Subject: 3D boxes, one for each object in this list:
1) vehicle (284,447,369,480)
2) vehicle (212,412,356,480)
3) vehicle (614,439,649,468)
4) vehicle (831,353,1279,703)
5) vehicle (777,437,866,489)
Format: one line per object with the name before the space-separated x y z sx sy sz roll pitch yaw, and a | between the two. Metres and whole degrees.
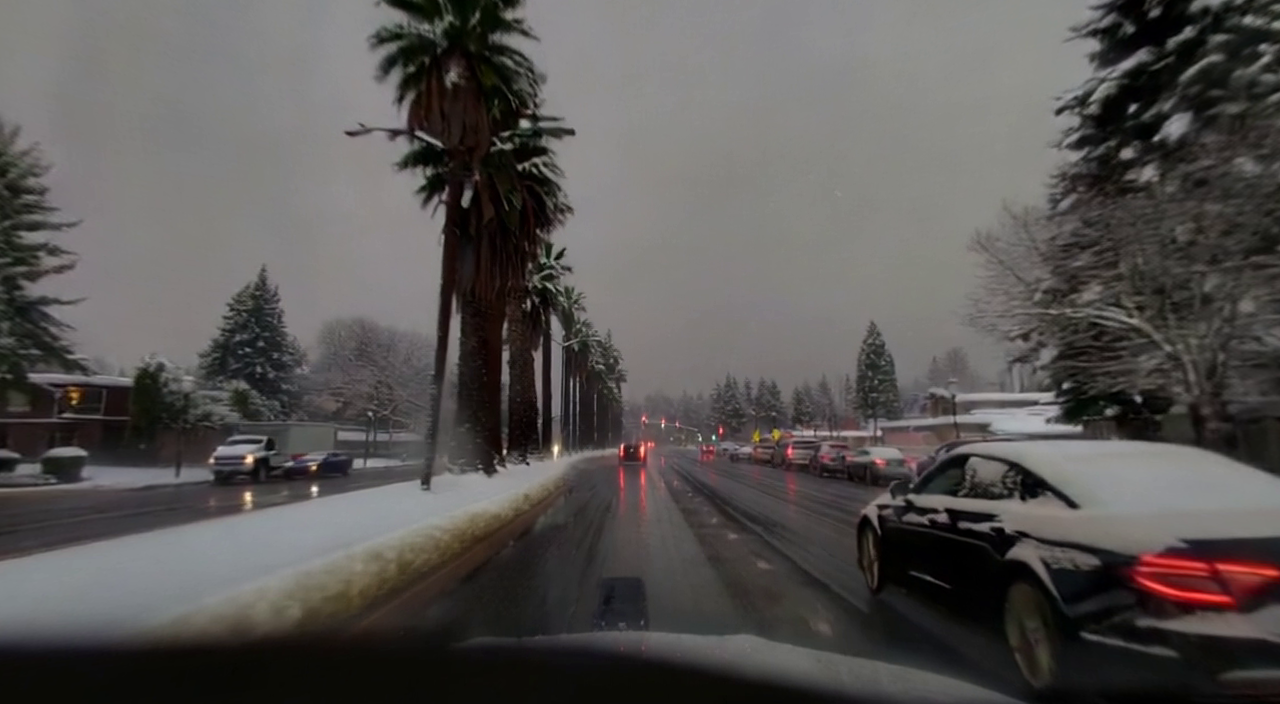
vehicle | -15.482 5.506 31.414 1.783 1.477 4.624 0 -9 1
vehicle | -18.988 5.159 34.478 2.933 3.159 8.124 -2 -9 2
vehicle | -0.541 6.446 40.229 2.087 1.709 4.076 0 -9 0
vehicle | 2.973 1.133 4.208 2.009 1.639 4.267 0 -9 -1
vehicle | 6.393 3.944 22.717 1.858 1.653 4.194 0 -9 -1
